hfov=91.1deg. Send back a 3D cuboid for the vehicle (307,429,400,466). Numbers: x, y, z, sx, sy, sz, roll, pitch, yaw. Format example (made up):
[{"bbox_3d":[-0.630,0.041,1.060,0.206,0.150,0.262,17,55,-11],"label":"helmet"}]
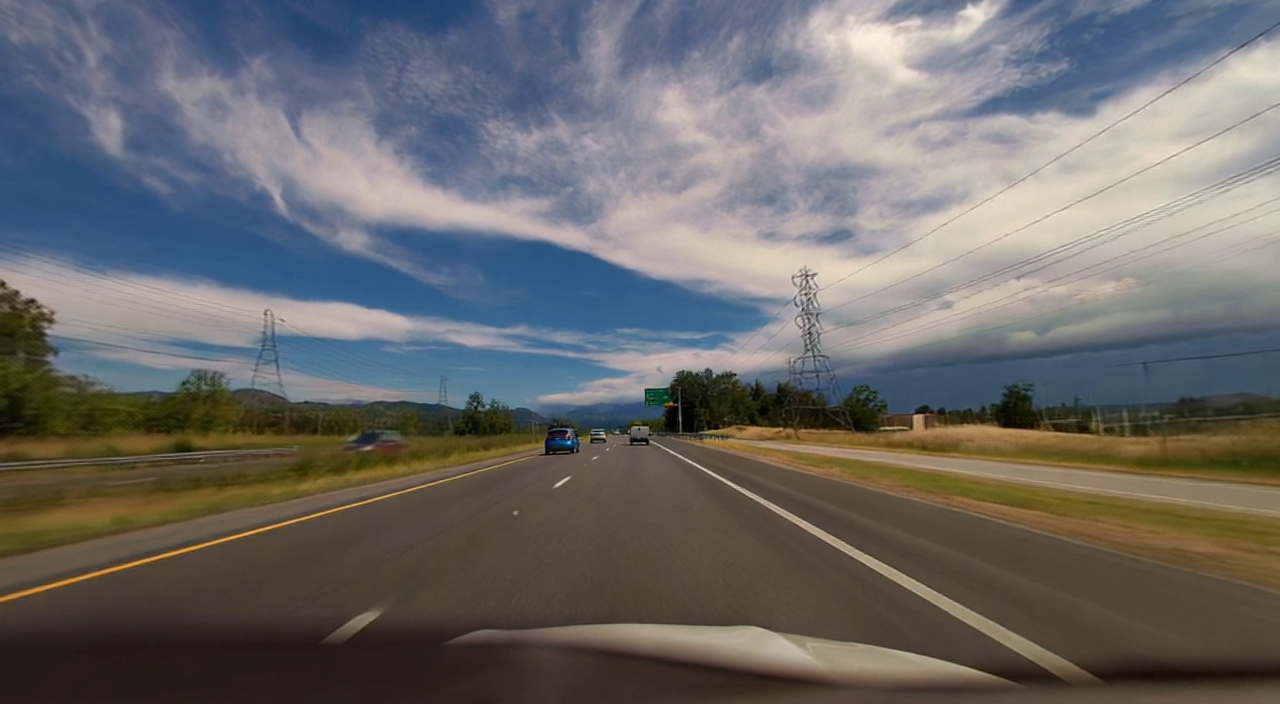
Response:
[{"bbox_3d":[-12.638,4.232,28.112,2.096,1.515,4.436,0,-8,0],"label":"vehicle"}]

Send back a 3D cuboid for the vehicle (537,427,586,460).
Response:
[{"bbox_3d":[-4.007,4.723,32.722,2.023,1.580,4.259,0,-8,-1],"label":"vehicle"}]
